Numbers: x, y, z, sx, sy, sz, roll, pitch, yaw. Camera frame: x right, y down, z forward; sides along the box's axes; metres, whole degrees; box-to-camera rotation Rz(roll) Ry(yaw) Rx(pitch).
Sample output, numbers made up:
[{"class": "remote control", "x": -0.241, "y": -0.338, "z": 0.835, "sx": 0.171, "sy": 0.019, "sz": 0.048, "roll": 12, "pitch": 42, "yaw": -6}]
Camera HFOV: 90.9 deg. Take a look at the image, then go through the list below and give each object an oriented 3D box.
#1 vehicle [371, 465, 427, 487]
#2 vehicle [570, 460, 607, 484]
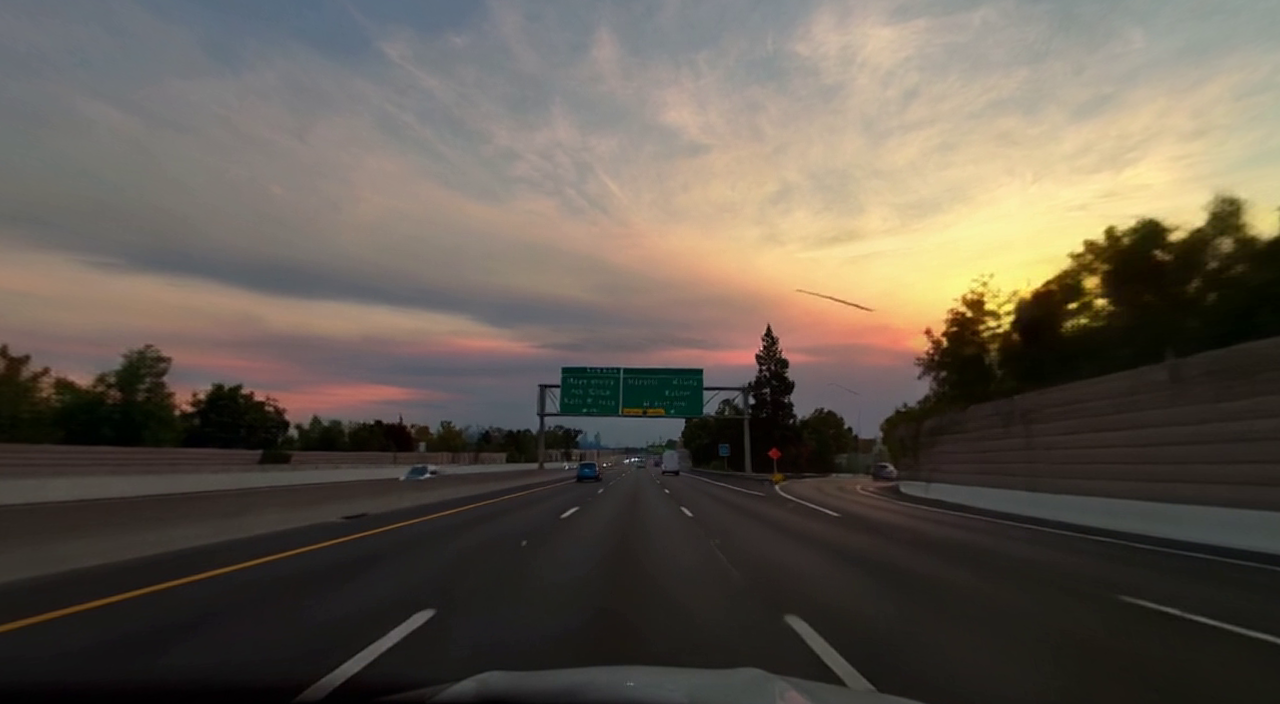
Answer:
[{"class": "vehicle", "x": -15.375, "y": 7.955, "z": 40.455, "sx": 1.775, "sy": 1.279, "sz": 4.511, "roll": 1, "pitch": -10, "yaw": 1}, {"class": "vehicle", "x": -3.422, "y": 8.129, "z": 42.703, "sx": 2.045, "sy": 1.487, "sz": 4.582, "roll": 1, "pitch": -10, "yaw": 1}]
